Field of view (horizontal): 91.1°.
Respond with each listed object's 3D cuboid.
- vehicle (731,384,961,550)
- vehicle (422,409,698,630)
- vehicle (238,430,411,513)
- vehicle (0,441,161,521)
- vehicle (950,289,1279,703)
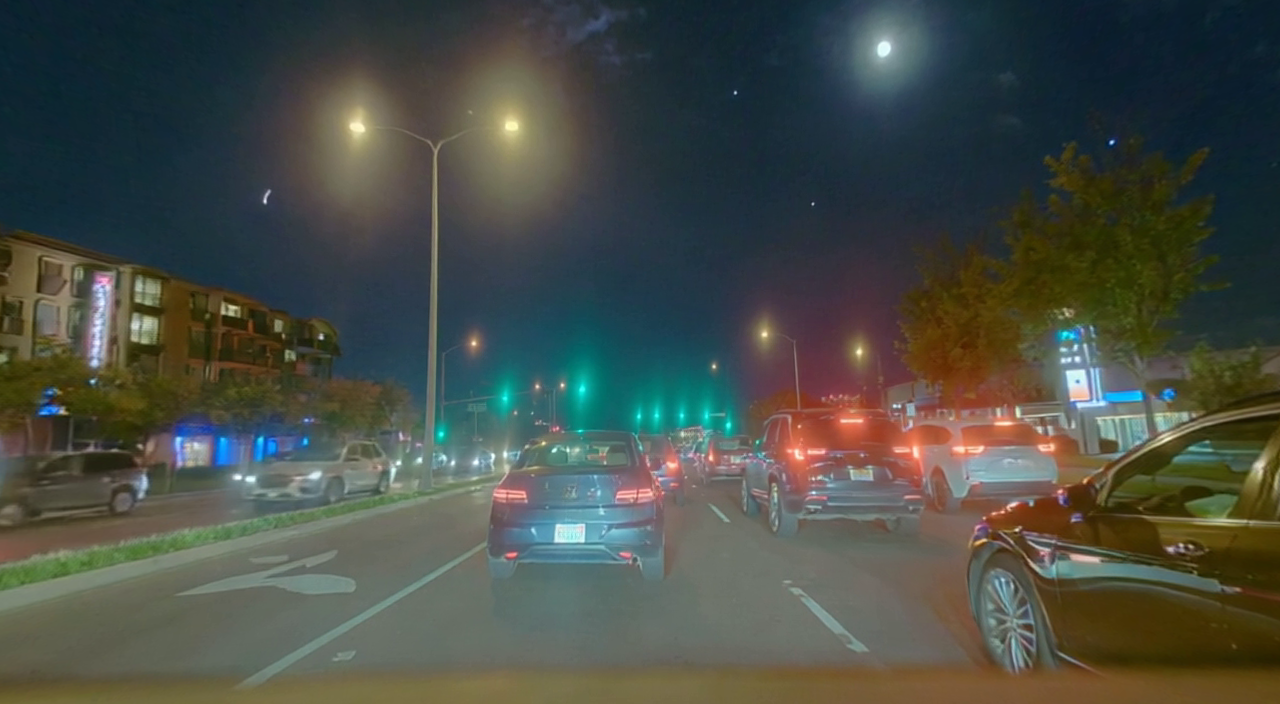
[{"bbox_3d":[3.514,2.149,12.403,2.516,2.481,5.766,0,-8,-1],"label":"vehicle"},{"bbox_3d":[-0.573,1.585,6.901,2.111,1.676,4.018,0,-8,1],"label":"vehicle"},{"bbox_3d":[-8.668,3.305,18.009,2.111,2.002,5.330,0,-8,1],"label":"vehicle"},{"bbox_3d":[-16.061,3.465,17.454,1.968,1.917,4.335,0,-8,0],"label":"vehicle"},{"bbox_3d":[3.172,0.776,2.126,1.982,1.960,4.427,0,-8,1],"label":"vehicle"}]
